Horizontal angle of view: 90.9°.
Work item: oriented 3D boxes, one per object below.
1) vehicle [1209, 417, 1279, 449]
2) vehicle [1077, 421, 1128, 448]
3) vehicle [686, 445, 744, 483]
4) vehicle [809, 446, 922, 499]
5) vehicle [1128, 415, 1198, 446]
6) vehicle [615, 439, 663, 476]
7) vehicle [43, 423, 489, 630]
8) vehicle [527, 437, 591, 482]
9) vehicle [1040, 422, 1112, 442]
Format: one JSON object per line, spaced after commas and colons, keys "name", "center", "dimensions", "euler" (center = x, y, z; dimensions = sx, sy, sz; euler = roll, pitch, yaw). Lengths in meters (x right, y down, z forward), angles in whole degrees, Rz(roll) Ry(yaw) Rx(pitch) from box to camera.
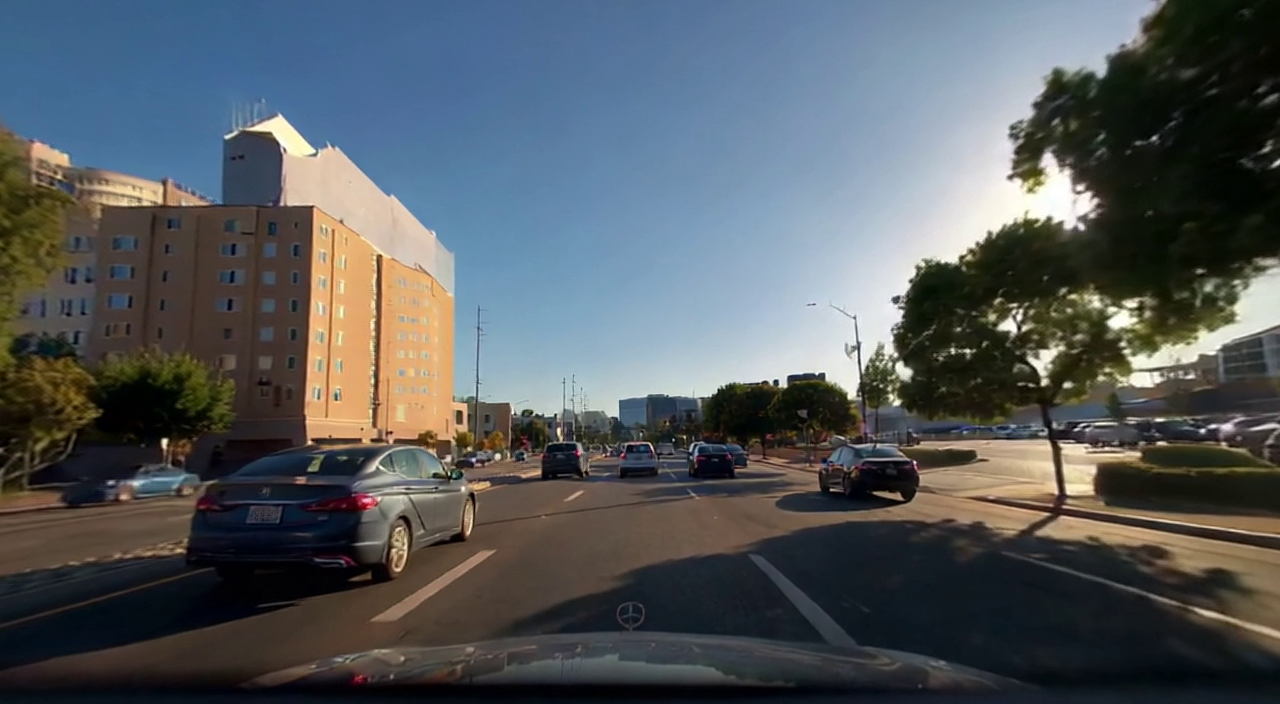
{"name": "vehicle", "center": [30.813, 4.094, 31.536], "dimensions": [1.993, 1.471, 4.691], "euler": [-4, -10, 24]}
{"name": "vehicle", "center": [28.454, 5.096, 38.889], "dimensions": [1.830, 1.465, 4.252], "euler": [-9, -11, 29]}
{"name": "vehicle", "center": [3.076, 4.713, 26.710], "dimensions": [1.884, 1.458, 4.245], "euler": [0, -9, 0]}
{"name": "vehicle", "center": [6.948, 3.752, 20.030], "dimensions": [1.865, 1.458, 4.605], "euler": [0, -9, 0]}
{"name": "vehicle", "center": [31.049, 4.746, 37.587], "dimensions": [1.993, 1.708, 4.464], "euler": [-4, -10, 24]}
{"name": "vehicle", "center": [-0.056, 5.478, 32.836], "dimensions": [2.304, 1.795, 4.526], "euler": [0, -9, 0]}
{"name": "vehicle", "center": [-3.247, 1.617, 6.837], "dimensions": [2.095, 1.486, 4.411], "euler": [0, -9, 1]}
{"name": "vehicle", "center": [-3.459, 4.704, 27.761], "dimensions": [2.117, 1.799, 4.442], "euler": [0, -9, 1]}
{"name": "vehicle", "center": [33.589, 6.222, 48.653], "dimensions": [1.762, 1.432, 4.136], "euler": [5, -10, -30]}
